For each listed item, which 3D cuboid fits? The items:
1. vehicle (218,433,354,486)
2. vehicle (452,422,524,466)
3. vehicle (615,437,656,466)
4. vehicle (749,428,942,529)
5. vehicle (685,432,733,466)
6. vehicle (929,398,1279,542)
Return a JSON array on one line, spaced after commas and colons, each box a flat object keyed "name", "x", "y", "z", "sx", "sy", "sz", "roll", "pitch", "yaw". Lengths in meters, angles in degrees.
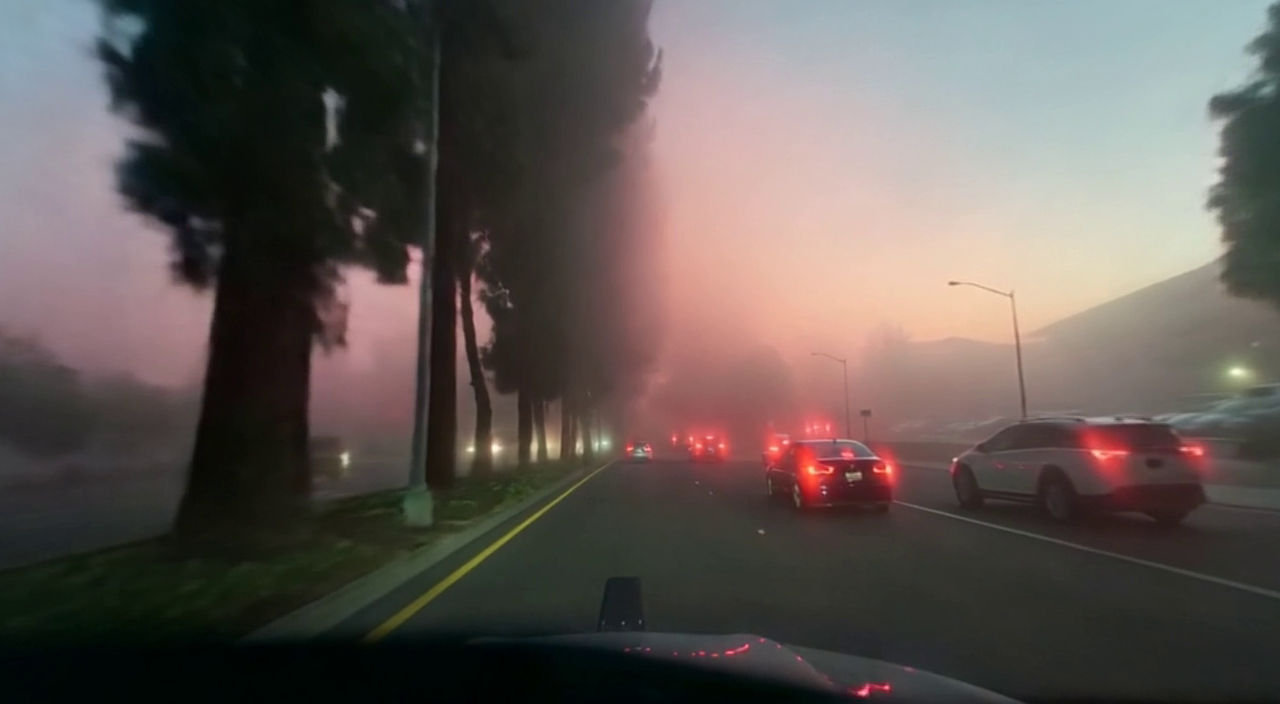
[{"name": "vehicle", "x": -11.604, "y": 3.546, "z": 20.986, "sx": 1.952, "sy": 1.576, "sz": 4.409, "roll": 0, "pitch": -9, "yaw": 0}, {"name": "vehicle", "x": -8.102, "y": 5.016, "z": 34.163, "sx": 2.396, "sy": 2.216, "sz": 5.698, "roll": 0, "pitch": -9, "yaw": 1}, {"name": "vehicle", "x": -0.234, "y": 5.453, "z": 34.480, "sx": 2.111, "sy": 1.506, "sz": 4.018, "roll": 0, "pitch": -9, "yaw": 0}, {"name": "vehicle", "x": 3.474, "y": 2.239, "z": 11.726, "sx": 2.010, "sy": 1.490, "sz": 4.639, "roll": 0, "pitch": -9, "yaw": 0}, {"name": "vehicle", "x": 3.767, "y": 5.397, "z": 34.950, "sx": 2.130, "sy": 1.718, "sz": 4.310, "roll": 0, "pitch": -9, "yaw": -1}, {"name": "vehicle", "x": 7.222, "y": 1.892, "z": 10.639, "sx": 2.188, "sy": 1.840, "sz": 5.050, "roll": 0, "pitch": -9, "yaw": 0}]
